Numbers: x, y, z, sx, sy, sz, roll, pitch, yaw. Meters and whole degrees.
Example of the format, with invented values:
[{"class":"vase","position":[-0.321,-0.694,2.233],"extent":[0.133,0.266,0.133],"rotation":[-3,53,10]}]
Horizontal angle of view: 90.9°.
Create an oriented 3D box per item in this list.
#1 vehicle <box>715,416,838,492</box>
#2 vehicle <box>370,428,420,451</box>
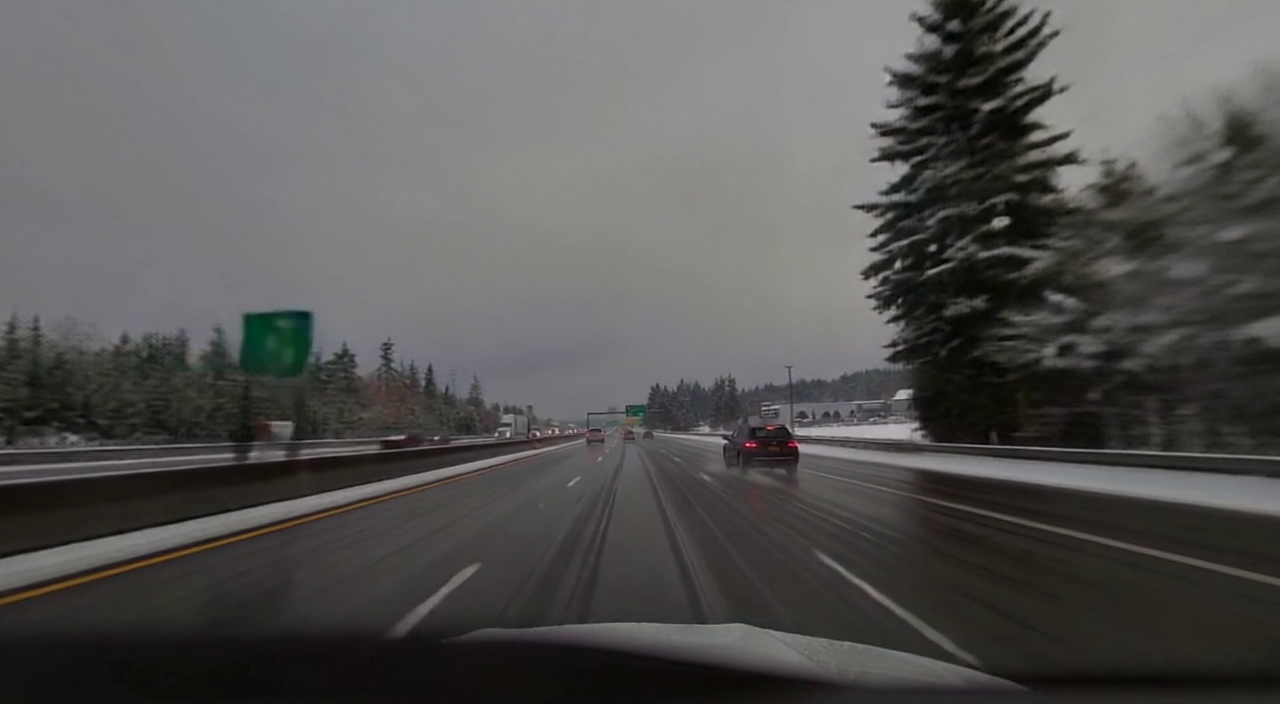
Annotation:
[{"class":"vehicle","position":[3.218,2.507,15.811],"extent":[2.022,1.637,4.229],"rotation":[0,-8,-2]},{"class":"vehicle","position":[-16.406,5.862,42.385],"extent":[1.863,1.450,3.813],"rotation":[0,-8,-1]}]
